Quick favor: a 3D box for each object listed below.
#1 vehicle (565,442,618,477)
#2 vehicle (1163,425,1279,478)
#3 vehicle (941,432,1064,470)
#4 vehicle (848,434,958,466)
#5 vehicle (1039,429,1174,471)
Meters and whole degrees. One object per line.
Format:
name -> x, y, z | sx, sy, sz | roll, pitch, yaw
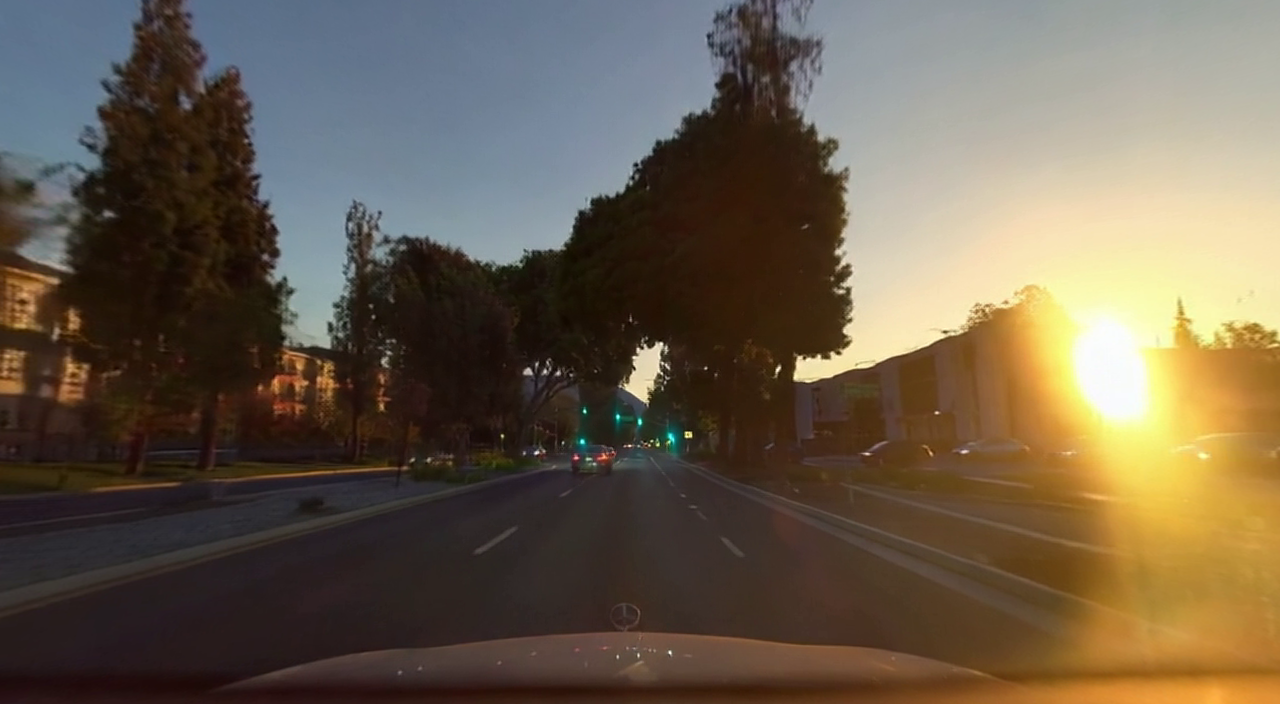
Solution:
vehicle -> -2.188, 5.026, 29.770 | 2.011, 1.498, 4.914 | 0, -9, 1
vehicle -> 17.934, 2.894, 18.211 | 4.382, 1.385, 1.925 | 3, -9, -11
vehicle -> 16.713, 4.563, 29.250 | 4.564, 1.663, 2.033 | 1, -9, -9
vehicle -> 15.444, 5.778, 37.283 | 5.604, 1.833, 2.128 | 1, -9, -8
vehicle -> 17.327, 3.654, 23.566 | 3.846, 1.488, 1.695 | 1, -9, -8
